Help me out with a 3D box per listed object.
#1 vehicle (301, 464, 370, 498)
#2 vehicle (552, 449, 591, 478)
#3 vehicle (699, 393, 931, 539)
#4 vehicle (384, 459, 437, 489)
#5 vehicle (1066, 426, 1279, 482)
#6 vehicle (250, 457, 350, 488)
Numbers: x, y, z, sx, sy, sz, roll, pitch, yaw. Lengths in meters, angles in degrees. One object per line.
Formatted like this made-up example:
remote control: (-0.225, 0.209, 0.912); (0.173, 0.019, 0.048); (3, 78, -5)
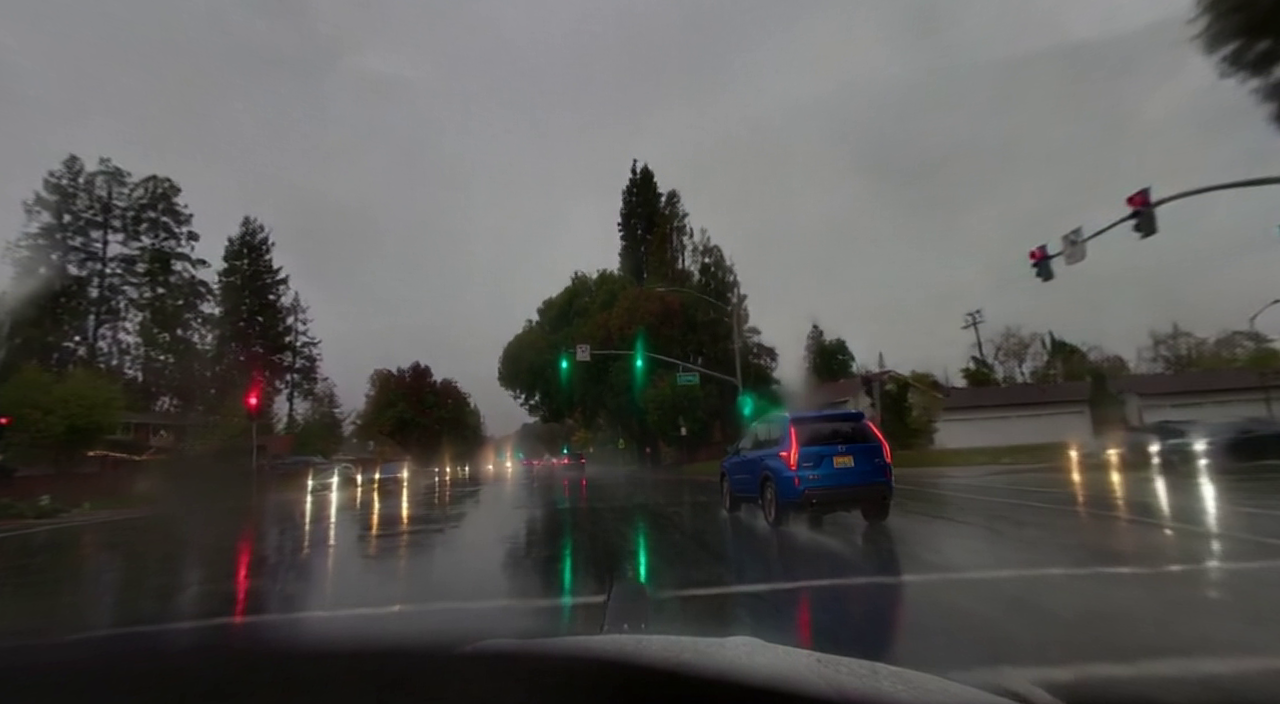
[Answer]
vehicle: (-16.552, 7.005, 34.516); (1.955, 1.509, 4.640); (-3, -9, -6)
vehicle: (-4.547, 7.278, 41.337); (2.138, 1.729, 4.178); (1, -8, -11)
vehicle: (2.803, 2.036, 11.932); (2.338, 2.063, 5.592); (0, -8, -5)
vehicle: (-13.584, 7.220, 37.597); (2.035, 1.475, 4.639); (0, -8, -8)
vehicle: (15.137, 2.911, 18.075); (4.413, 1.449, 1.963); (0, -8, -3)
vehicle: (-24.023, 8.550, 44.819); (5.734, 1.950, 2.287); (1, -8, -10)
